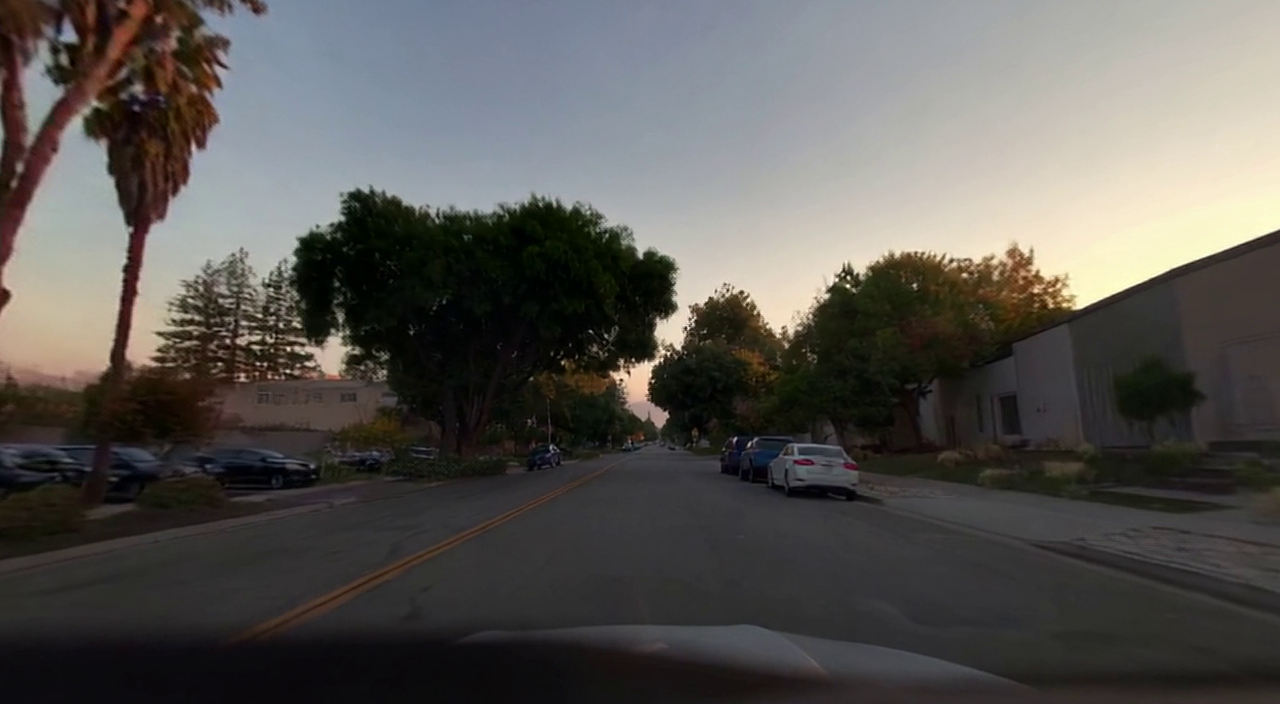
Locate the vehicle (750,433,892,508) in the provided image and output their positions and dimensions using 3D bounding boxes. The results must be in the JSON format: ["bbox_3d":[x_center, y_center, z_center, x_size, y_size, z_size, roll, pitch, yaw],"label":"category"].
[{"bbox_3d":[4.237,2.857,15.823,1.952,1.538,5.215,0,-8,-1],"label":"vehicle"}]

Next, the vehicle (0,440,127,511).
[{"bbox_3d":[-15.643,3.042,15.984,4.579,1.573,2.001,-4,-9,21],"label":"vehicle"}]

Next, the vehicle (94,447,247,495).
[{"bbox_3d":[-15.713,3.936,21.200,4.181,1.467,1.851,-3,-9,16],"label":"vehicle"}]

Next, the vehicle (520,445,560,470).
[{"bbox_3d":[-6.557,6.924,41.859,1.928,1.537,4.439,0,-8,0],"label":"vehicle"}]
